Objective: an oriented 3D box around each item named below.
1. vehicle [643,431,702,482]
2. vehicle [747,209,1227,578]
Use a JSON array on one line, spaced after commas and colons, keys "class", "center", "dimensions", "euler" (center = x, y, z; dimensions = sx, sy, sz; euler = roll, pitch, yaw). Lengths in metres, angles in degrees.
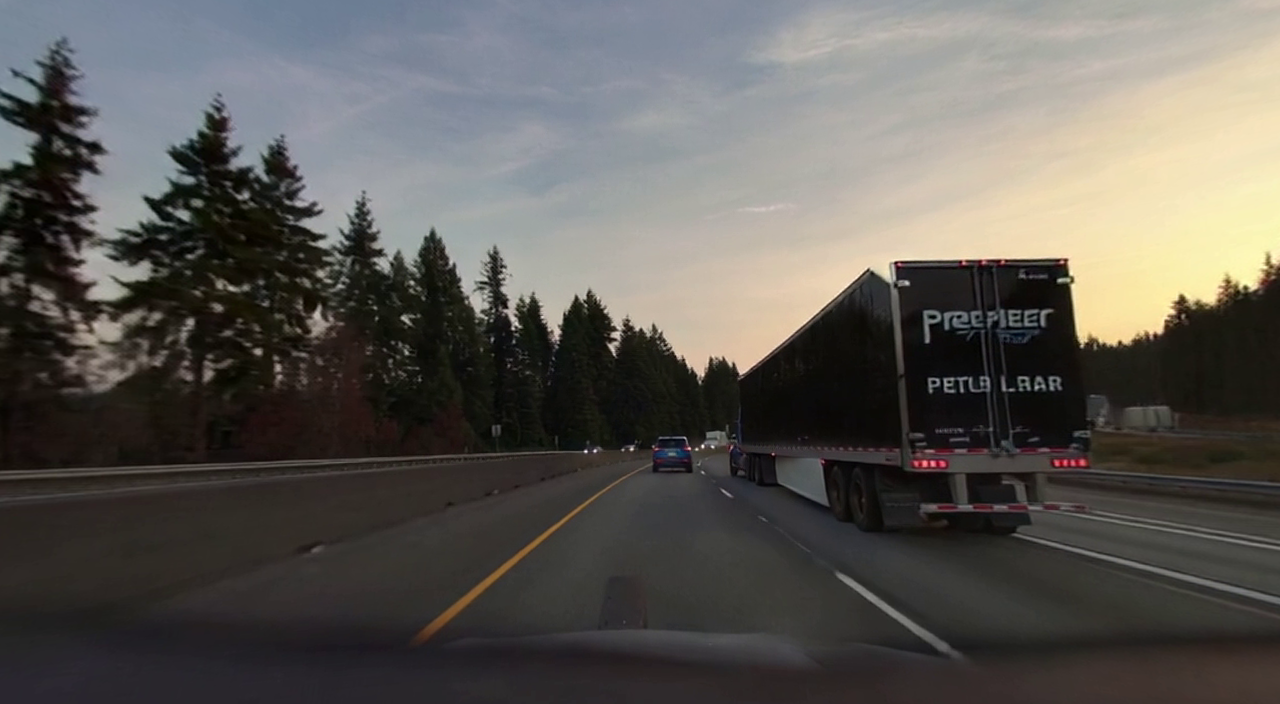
[{"class": "vehicle", "center": [1.323, 4.254, 25.998], "dimensions": [2.222, 1.848, 4.610], "euler": [0, -8, 3]}, {"class": "vehicle", "center": [5.206, 1.575, 15.365], "dimensions": [2.899, 4.160, 16.621], "euler": [0, -8, 2]}]
